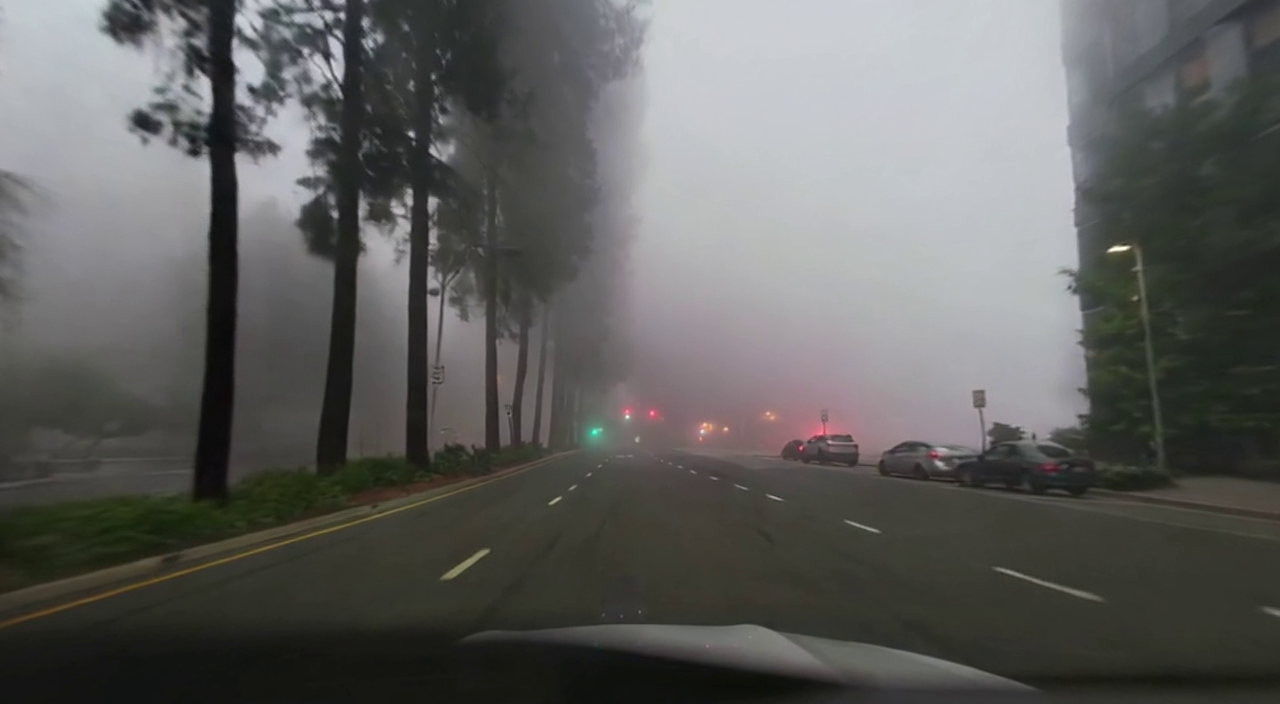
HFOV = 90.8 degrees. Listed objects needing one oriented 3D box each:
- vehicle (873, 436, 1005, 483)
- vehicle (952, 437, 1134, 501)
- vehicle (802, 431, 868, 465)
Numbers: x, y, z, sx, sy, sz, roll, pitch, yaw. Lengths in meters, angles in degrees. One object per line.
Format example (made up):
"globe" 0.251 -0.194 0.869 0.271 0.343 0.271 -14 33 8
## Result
"vehicle" 10.695 3.887 23.123 1.977 1.519 4.953 1 -9 -6
"vehicle" 10.731 3.134 17.338 1.927 1.489 4.532 0 -9 -1
"vehicle" 10.521 5.240 34.487 1.947 1.716 4.861 0 -9 -1
